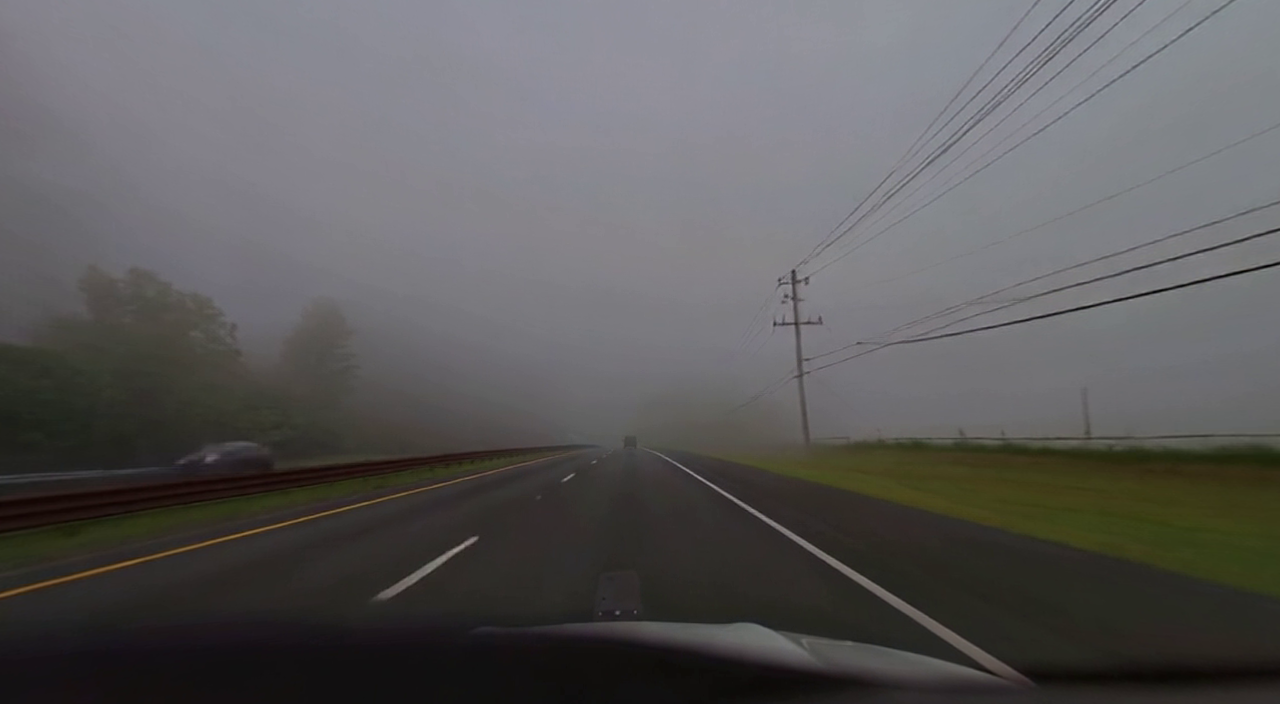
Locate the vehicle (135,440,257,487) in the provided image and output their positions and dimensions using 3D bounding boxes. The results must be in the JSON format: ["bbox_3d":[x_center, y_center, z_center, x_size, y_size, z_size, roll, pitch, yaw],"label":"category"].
[{"bbox_3d":[-19.032,4.754,27.347,1.910,1.699,4.738,-5,-8,0],"label":"vehicle"}]
